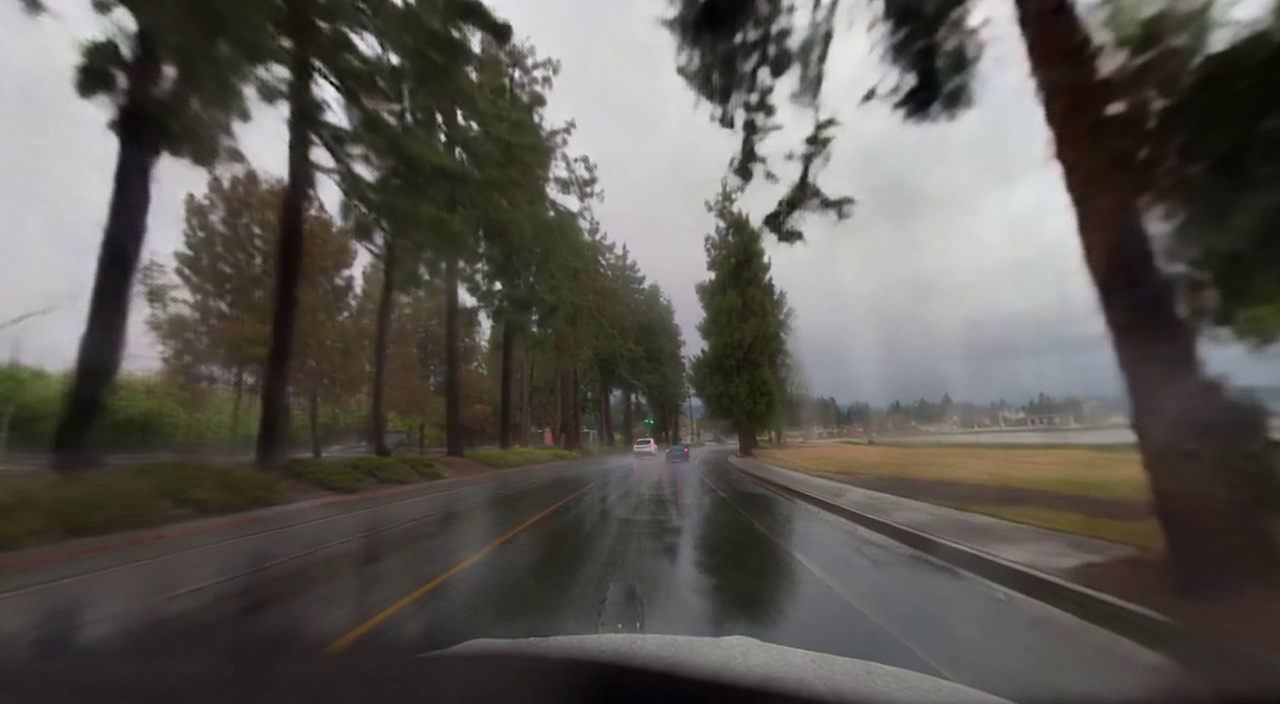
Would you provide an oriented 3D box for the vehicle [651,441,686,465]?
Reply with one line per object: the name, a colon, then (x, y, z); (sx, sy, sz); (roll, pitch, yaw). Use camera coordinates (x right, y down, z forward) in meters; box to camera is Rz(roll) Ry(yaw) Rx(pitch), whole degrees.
vehicle: (1.921, 6.620, 41.606); (2.071, 1.474, 4.047); (-1, -8, 5)
